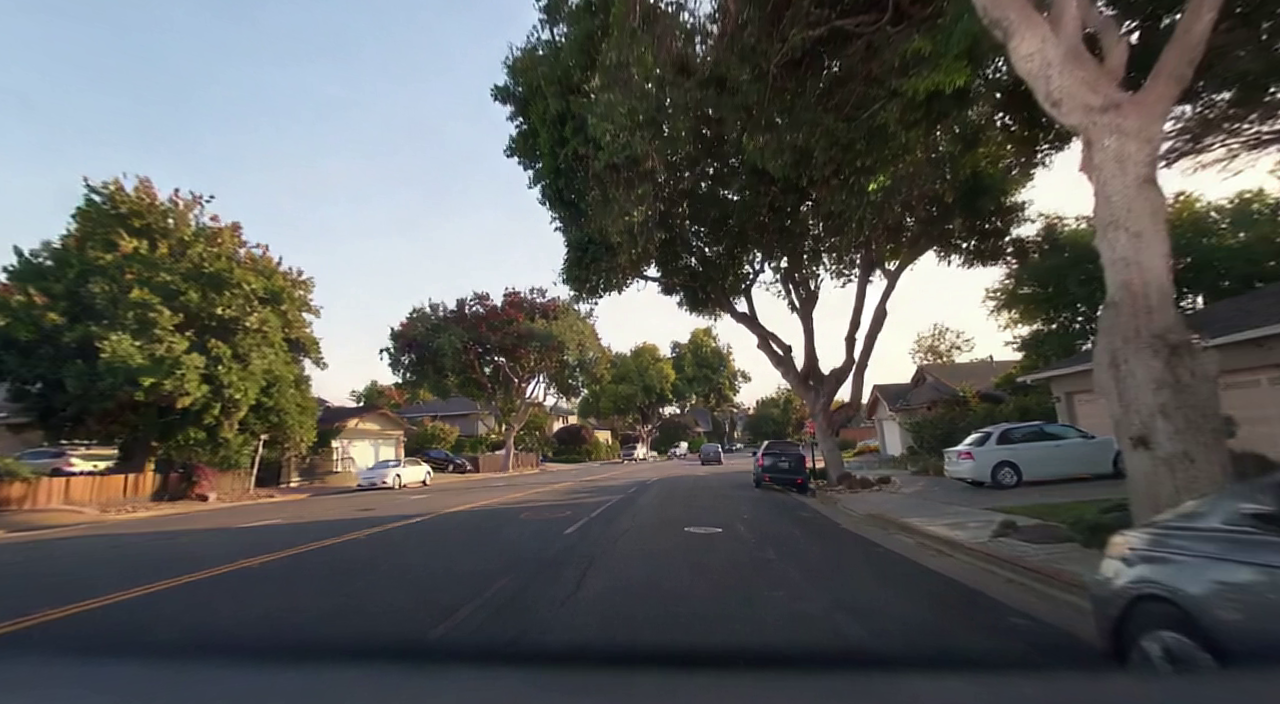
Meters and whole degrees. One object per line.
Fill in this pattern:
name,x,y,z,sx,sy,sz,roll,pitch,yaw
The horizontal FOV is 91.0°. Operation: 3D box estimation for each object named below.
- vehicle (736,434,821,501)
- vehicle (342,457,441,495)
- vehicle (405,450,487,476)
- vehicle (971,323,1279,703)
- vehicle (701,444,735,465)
vehicle,4.706,3.952,22.181,2.516,2.019,5.790,-1,-9,9
vehicle,-11.596,5.823,29.880,2.118,1.496,5.030,-3,-9,8
vehicle,-14.053,8.040,45.737,5.177,1.779,2.199,-1,-9,5
vehicle,3.227,0.742,1.590,2.213,1.807,5.099,0,-8,3
vehicle,5.887,7.641,46.969,1.955,1.459,4.383,-2,-9,14
